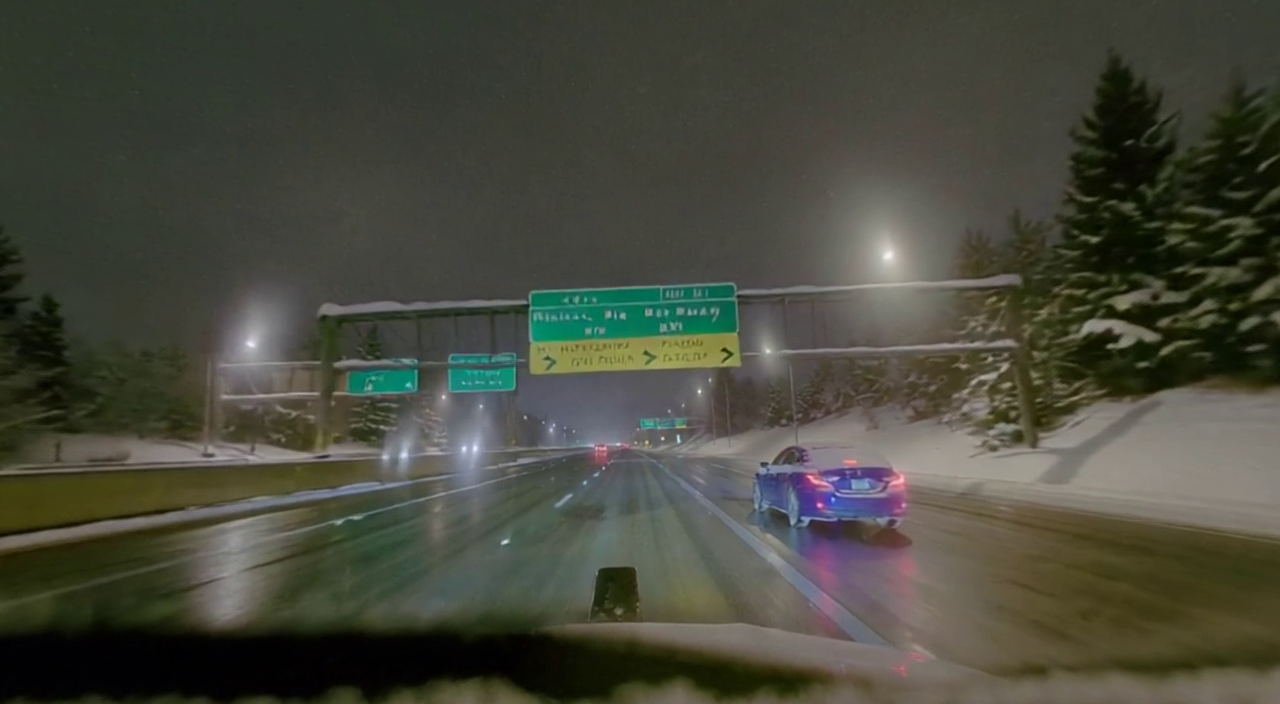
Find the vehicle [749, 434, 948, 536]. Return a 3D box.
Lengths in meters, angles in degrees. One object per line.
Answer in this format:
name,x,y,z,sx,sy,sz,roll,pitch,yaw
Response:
vehicle,3.508,2.326,11.759,1.989,1.479,4.670,0,-8,-2
